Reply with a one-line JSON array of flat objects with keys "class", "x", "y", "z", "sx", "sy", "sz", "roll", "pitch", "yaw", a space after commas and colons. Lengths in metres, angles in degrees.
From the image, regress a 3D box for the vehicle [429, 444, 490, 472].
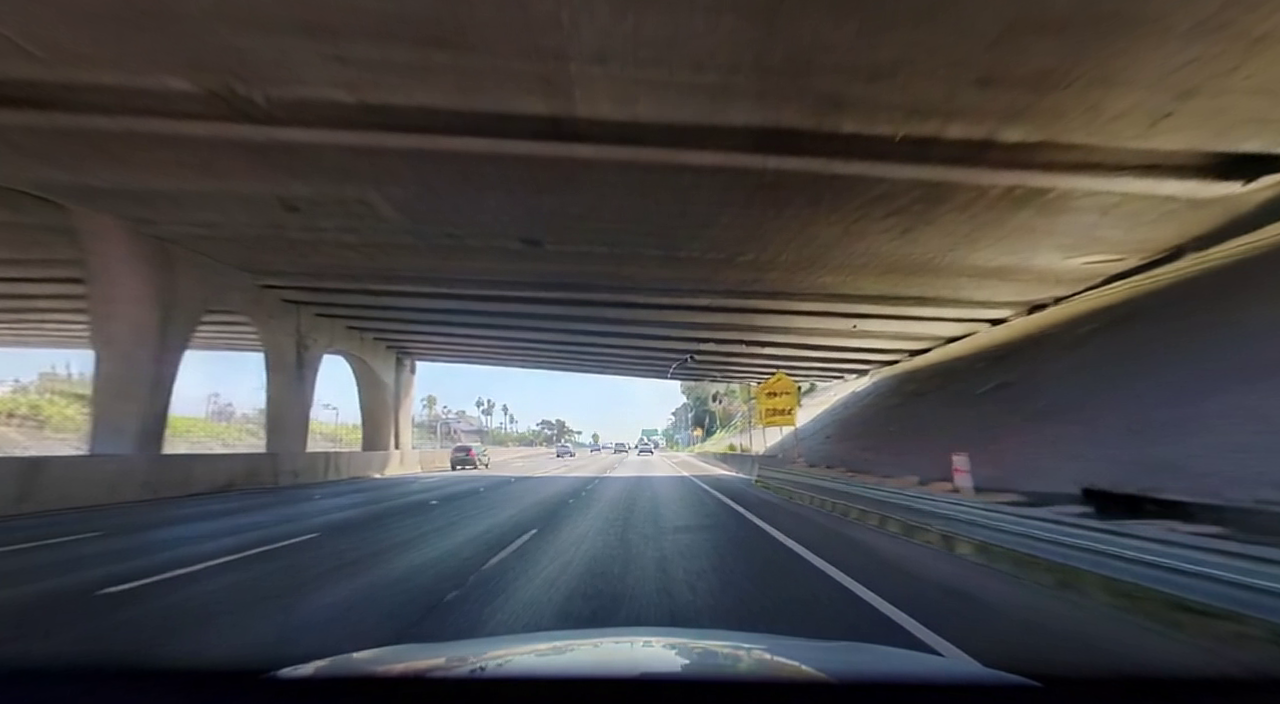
[{"class": "vehicle", "x": -10.143, "y": 5.980, "z": 35.844, "sx": 2.056, "sy": 1.476, "sz": 4.562, "roll": 0, "pitch": -8, "yaw": 1}]
